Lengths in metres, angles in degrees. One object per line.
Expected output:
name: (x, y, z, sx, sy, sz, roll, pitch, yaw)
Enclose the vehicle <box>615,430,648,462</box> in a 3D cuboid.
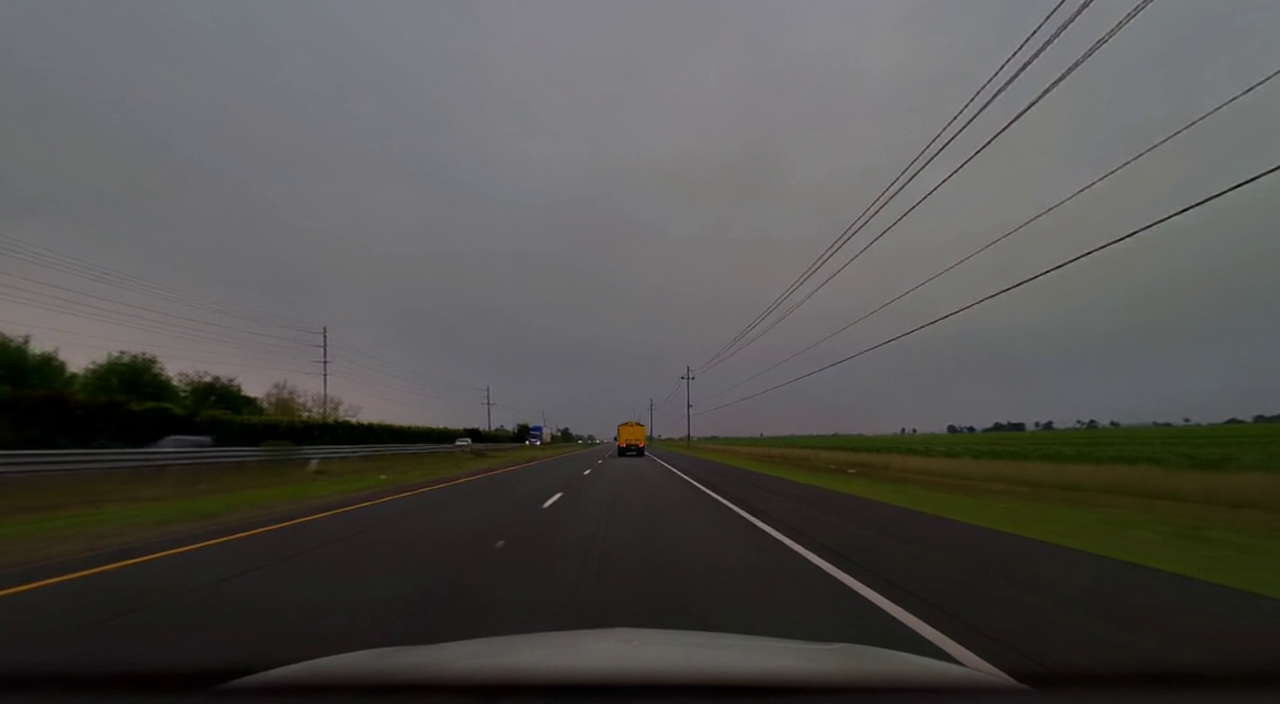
vehicle: (-0.659, 6.651, 44.783, 2.240, 2.129, 4.480, 0, -8, -2)
